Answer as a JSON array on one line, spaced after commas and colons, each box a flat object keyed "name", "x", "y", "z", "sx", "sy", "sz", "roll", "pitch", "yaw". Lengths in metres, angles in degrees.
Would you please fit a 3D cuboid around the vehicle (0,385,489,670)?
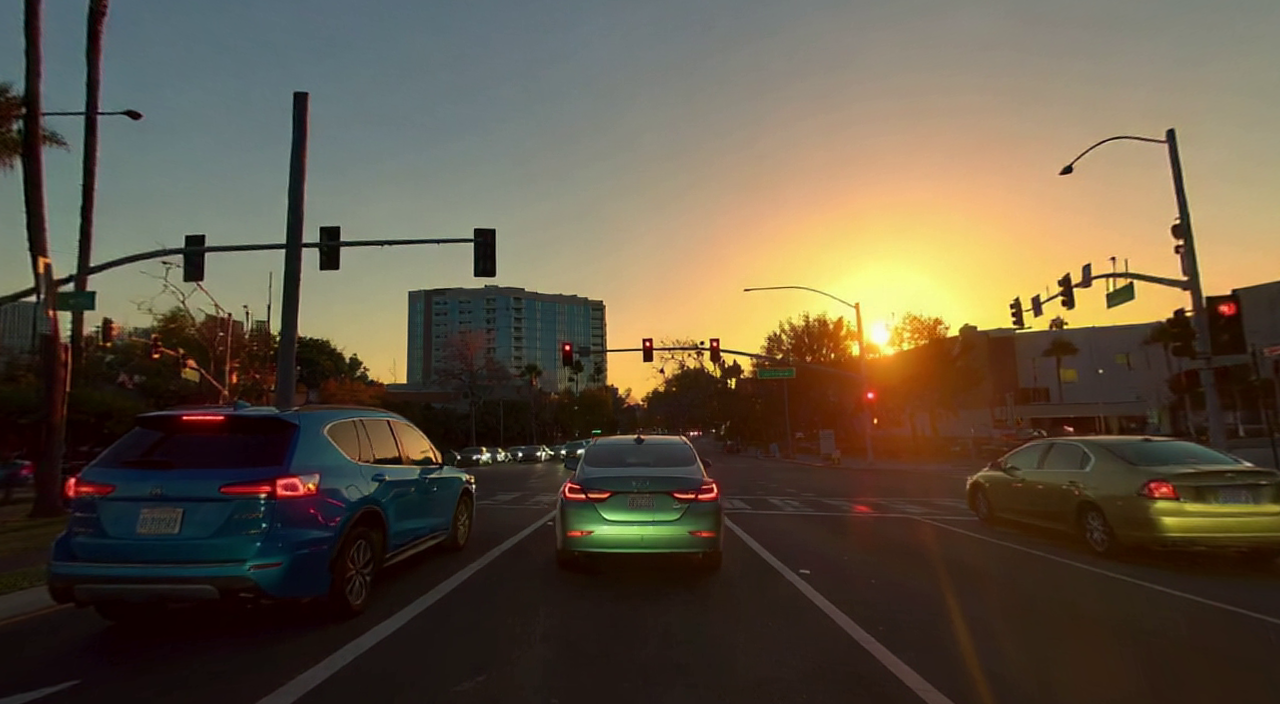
[{"name": "vehicle", "x": -3.106, "y": 1.370, "z": 6.079, "sx": 2.051, "sy": 1.682, "sz": 4.467, "roll": 0, "pitch": -8, "yaw": 2}]

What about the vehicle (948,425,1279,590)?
[{"name": "vehicle", "x": 6.084, "y": 1.763, "z": 8.106, "sx": 1.970, "sy": 1.489, "sz": 4.482, "roll": 0, "pitch": -8, "yaw": -1}]

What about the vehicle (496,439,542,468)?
[{"name": "vehicle", "x": -7.951, "y": 6.708, "z": 42.020, "sx": 2.130, "sy": 1.810, "sz": 4.450, "roll": -2, "pitch": -8, "yaw": 1}]

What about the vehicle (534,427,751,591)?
[{"name": "vehicle", "x": -0.006, "y": 1.707, "z": 7.725, "sx": 1.942, "sy": 1.445, "sz": 3.973, "roll": 0, "pitch": -8, "yaw": -1}]
